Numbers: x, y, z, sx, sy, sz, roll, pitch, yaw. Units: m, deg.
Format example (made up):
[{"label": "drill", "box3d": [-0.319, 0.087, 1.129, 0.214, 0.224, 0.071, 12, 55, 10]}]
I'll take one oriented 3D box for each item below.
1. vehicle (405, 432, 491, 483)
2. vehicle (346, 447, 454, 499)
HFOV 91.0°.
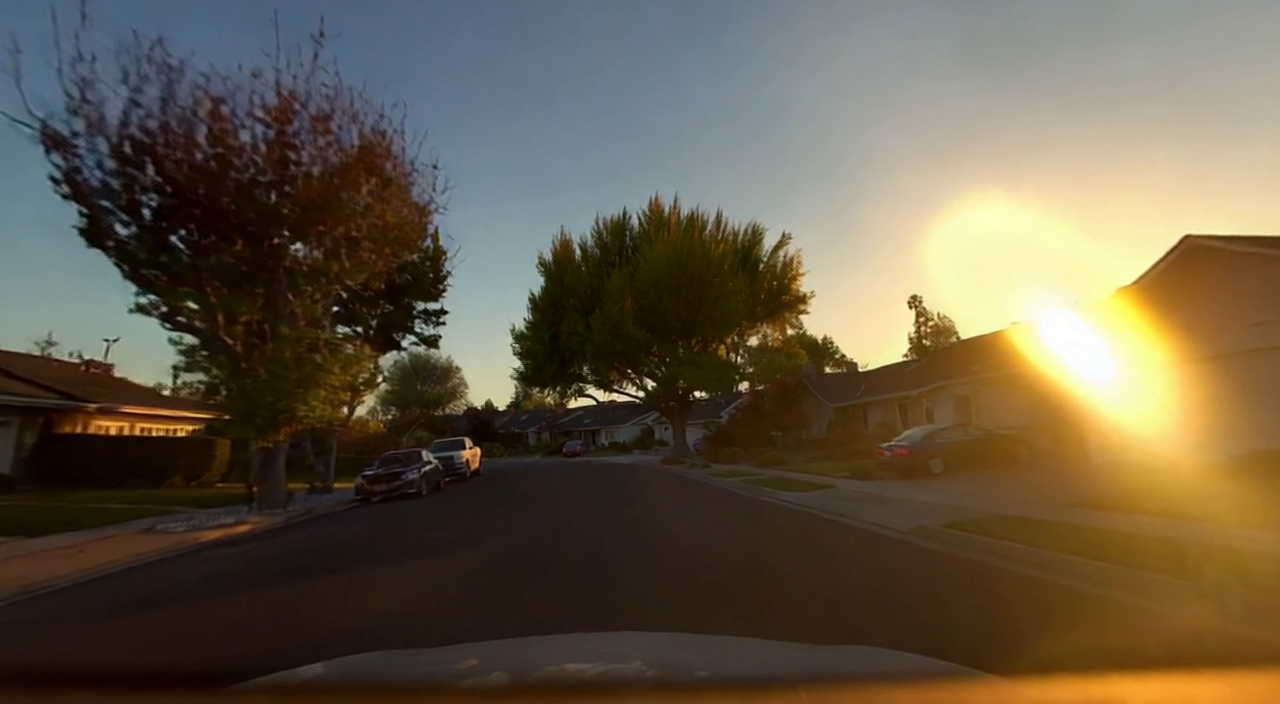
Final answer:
[{"label": "vehicle", "box3d": [-8.068, 4.488, 27.117, 2.338, 1.925, 5.725, 0, -8, -5]}, {"label": "vehicle", "box3d": [-7.301, 3.683, 19.612, 2.017, 1.397, 4.004, 0, -8, -4]}]
